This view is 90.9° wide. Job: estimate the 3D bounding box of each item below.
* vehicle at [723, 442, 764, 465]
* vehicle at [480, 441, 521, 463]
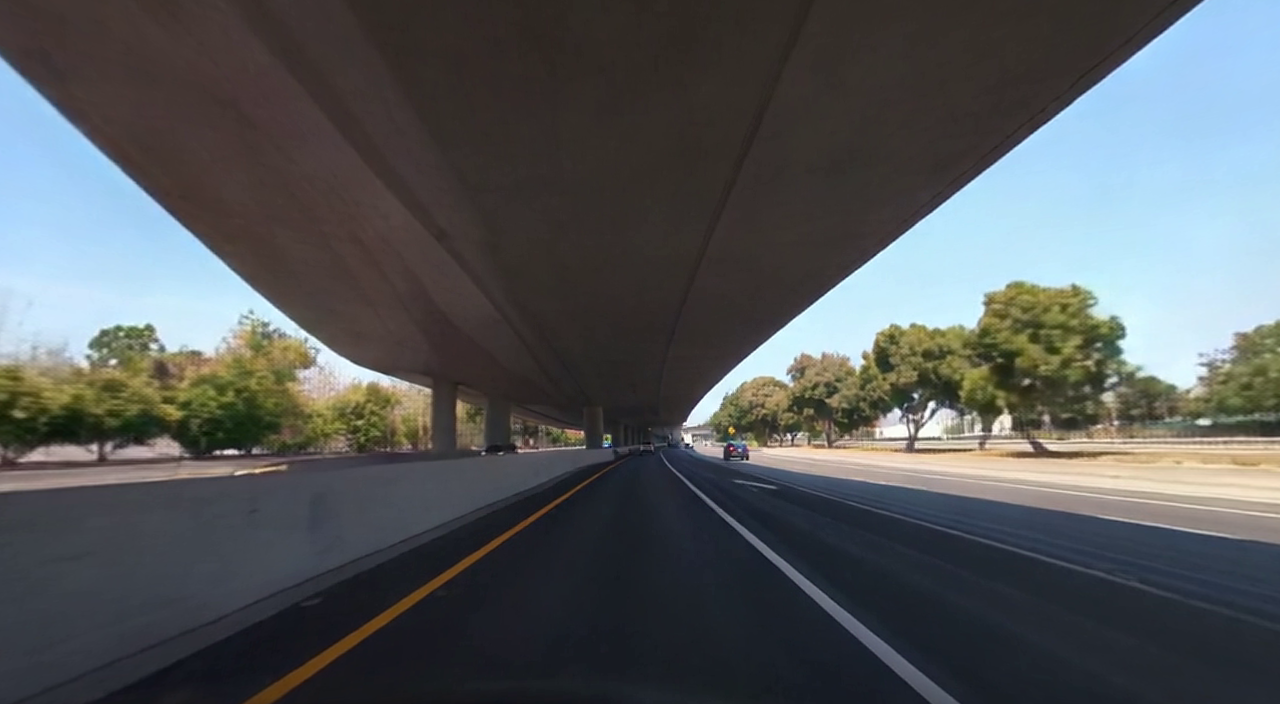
[{"bbox_3d":[6.972,6.893,42.972,2.025,1.484,4.208,0,-8,0],"label":"vehicle"},{"bbox_3d":[-10.354,7.483,47.221,2.027,1.551,4.656,0,-8,0],"label":"vehicle"}]
